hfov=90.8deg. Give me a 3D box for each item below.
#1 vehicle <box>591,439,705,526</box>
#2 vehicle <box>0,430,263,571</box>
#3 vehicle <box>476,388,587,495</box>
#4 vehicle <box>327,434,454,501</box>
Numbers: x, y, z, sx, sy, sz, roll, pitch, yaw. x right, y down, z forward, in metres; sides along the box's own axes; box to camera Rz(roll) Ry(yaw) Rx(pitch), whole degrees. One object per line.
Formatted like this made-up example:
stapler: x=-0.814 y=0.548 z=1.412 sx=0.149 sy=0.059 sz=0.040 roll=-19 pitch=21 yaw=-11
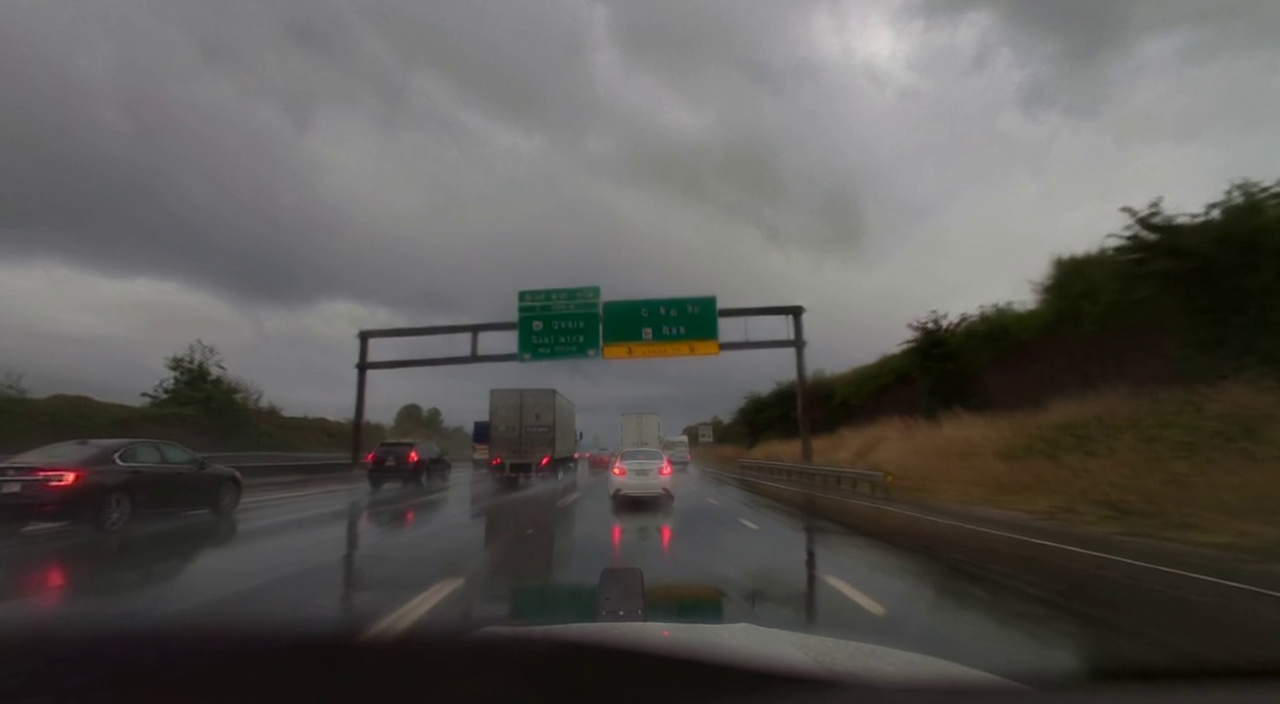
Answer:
vehicle: x=0.097 y=2.572 z=12.858 sx=1.995 sy=1.495 sz=3.380 roll=0 pitch=-9 yaw=-1
vehicle: x=-7.892 y=1.984 z=9.191 sx=1.879 sy=1.521 sz=4.623 roll=-1 pitch=-9 yaw=1
vehicle: x=-3.731 y=3.370 z=23.619 sx=2.812 sy=3.342 sz=7.248 roll=-1 pitch=-9 yaw=1
vehicle: x=-7.306 y=3.429 z=19.020 sx=1.952 sy=1.746 sz=4.332 roll=-1 pitch=-9 yaw=1
